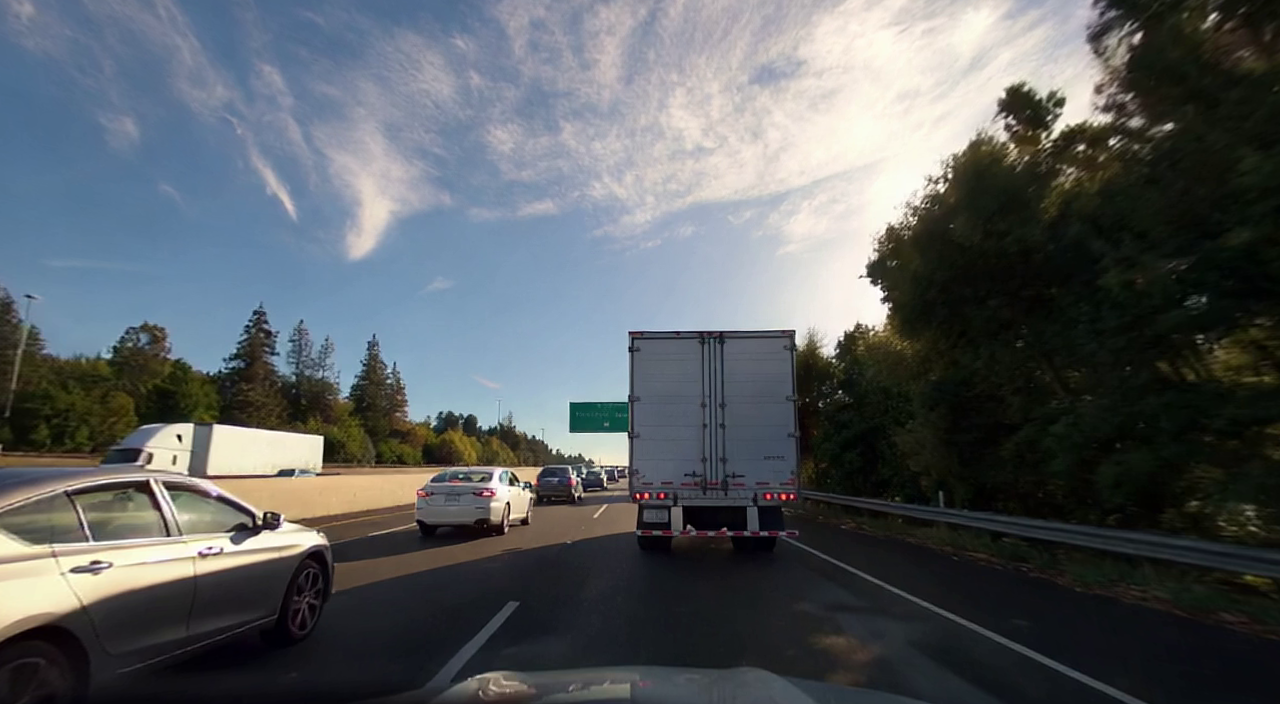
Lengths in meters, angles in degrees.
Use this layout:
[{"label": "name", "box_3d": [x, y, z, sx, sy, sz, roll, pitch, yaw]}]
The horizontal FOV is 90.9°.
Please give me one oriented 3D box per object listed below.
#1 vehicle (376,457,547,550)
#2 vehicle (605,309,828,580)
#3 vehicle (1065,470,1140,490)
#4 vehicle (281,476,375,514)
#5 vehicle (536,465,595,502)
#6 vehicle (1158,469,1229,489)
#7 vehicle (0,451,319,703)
[{"label": "vehicle", "box_3d": [-3.352, 2.983, 12.974, 1.983, 1.509, 4.679, 0, -11, 2]}, {"label": "vehicle", "box_3d": [1.142, 1.947, 12.634, 2.831, 3.529, 8.689, 0, -11, 2]}, {"label": "vehicle", "box_3d": [36.562, 10.113, 49.889, 4.299, 1.465, 1.807, -1, -11, 8]}, {"label": "vehicle", "box_3d": [-13.614, 6.231, 27.768, 1.803, 1.435, 4.256, 0, -11, 2]}, {"label": "vehicle", "box_3d": [-3.271, 5.932, 28.608, 1.964, 1.482, 4.371, 0, -11, 2]}, {"label": "vehicle", "box_3d": [43.814, 10.085, 49.891, 3.974, 1.485, 1.709, 1, -11, -3]}, {"label": "vehicle", "box_3d": [-4.294, 1.342, 3.982, 2.043, 1.391, 4.515, 0, -11, 1]}]
